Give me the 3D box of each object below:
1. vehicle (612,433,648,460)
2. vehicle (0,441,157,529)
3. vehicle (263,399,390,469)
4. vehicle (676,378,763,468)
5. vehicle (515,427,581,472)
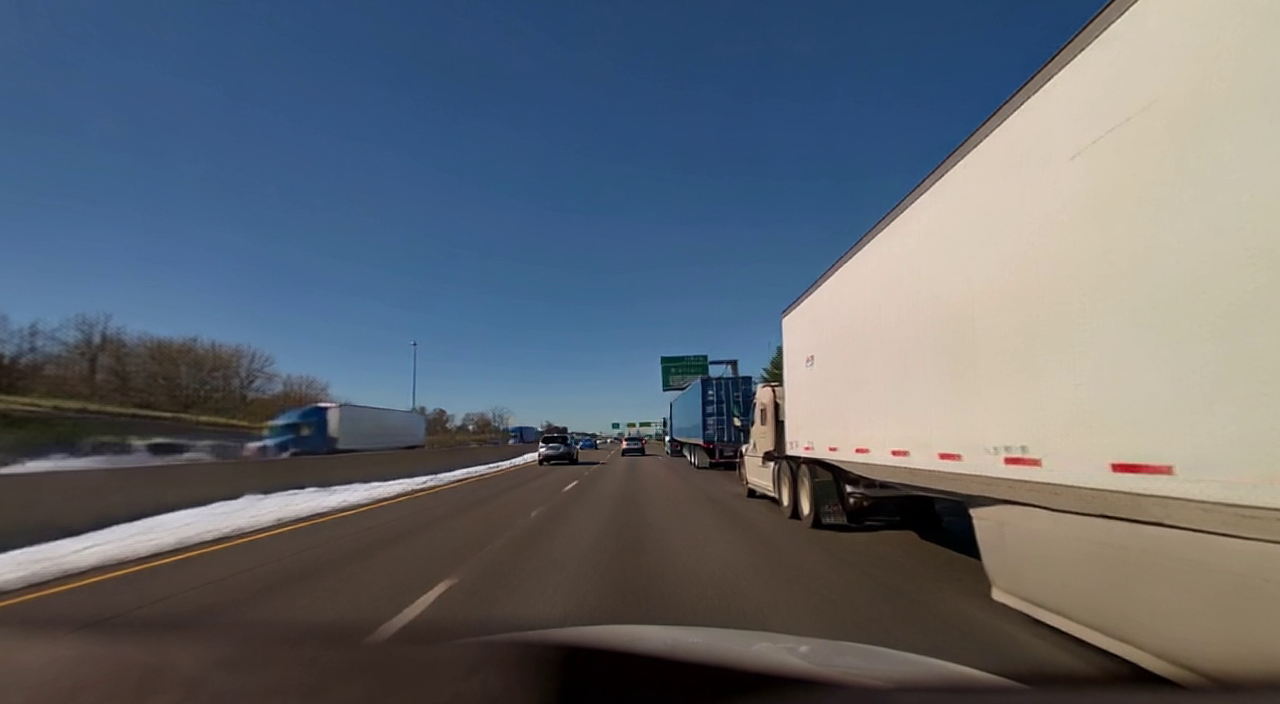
[{"bbox_3d":[-0.612,5.770,38.644,2.088,1.567,4.240,0,-8,-1],"label":"vehicle"},{"bbox_3d":[-12.051,2.531,12.459,1.871,1.495,3.907,0,-8,-1],"label":"vehicle"},{"bbox_3d":[-20.080,5.405,41.381,3.018,3.996,10.573,0,-8,-1],"label":"vehicle"},{"bbox_3d":[3.606,3.557,30.833,2.883,3.836,7.894,0,-8,-2],"label":"vehicle"},{"bbox_3d":[-3.608,3.911,25.484,2.054,1.671,4.445,0,-8,0],"label":"vehicle"}]
